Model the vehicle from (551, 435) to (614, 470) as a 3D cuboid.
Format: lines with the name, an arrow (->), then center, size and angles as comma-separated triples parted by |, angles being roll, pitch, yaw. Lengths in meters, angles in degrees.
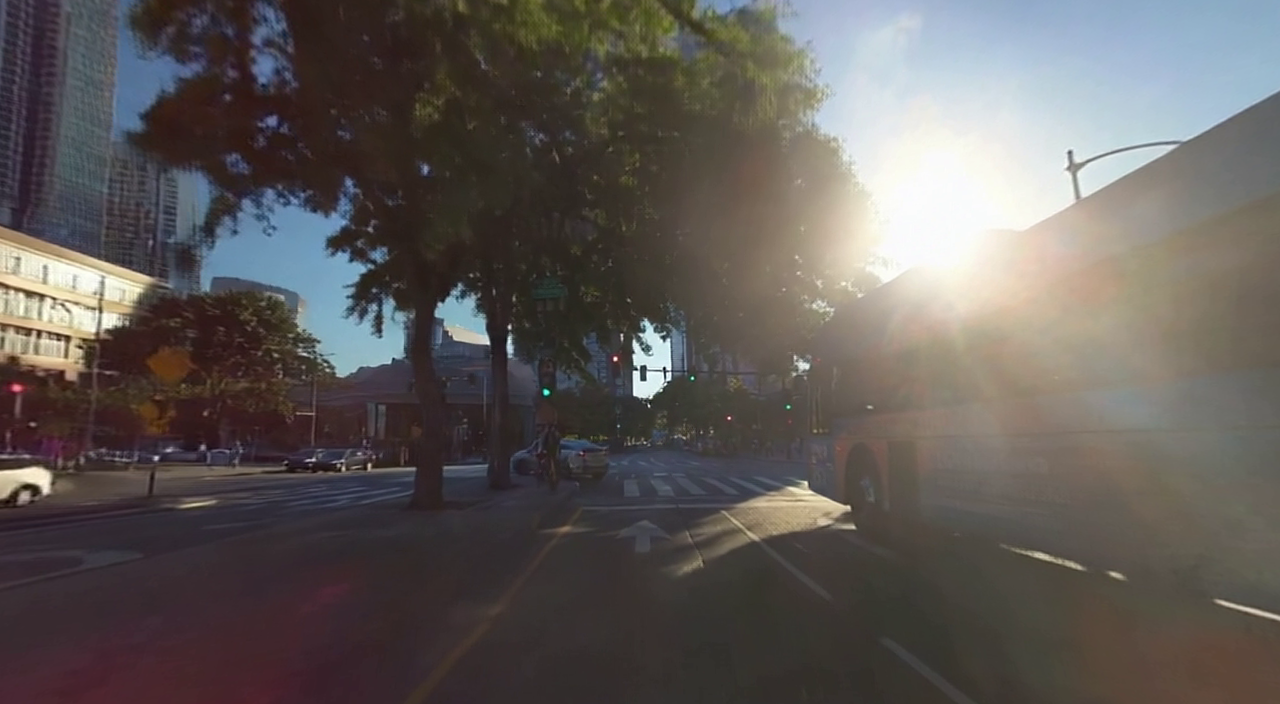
vehicle -> -2.859, 4.788, 30.363 | 2.123, 1.544, 4.158 | 2, -9, -18

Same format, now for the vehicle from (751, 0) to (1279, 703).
vehicle -> 3.260, -0.258, 2.083 | 3.250, 3.731, 13.693 | 0, -8, 0

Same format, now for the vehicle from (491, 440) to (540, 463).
vehicle -> -8.418, 6.661, 42.552 | 2.036, 1.467, 3.979 | 4, -10, -29
